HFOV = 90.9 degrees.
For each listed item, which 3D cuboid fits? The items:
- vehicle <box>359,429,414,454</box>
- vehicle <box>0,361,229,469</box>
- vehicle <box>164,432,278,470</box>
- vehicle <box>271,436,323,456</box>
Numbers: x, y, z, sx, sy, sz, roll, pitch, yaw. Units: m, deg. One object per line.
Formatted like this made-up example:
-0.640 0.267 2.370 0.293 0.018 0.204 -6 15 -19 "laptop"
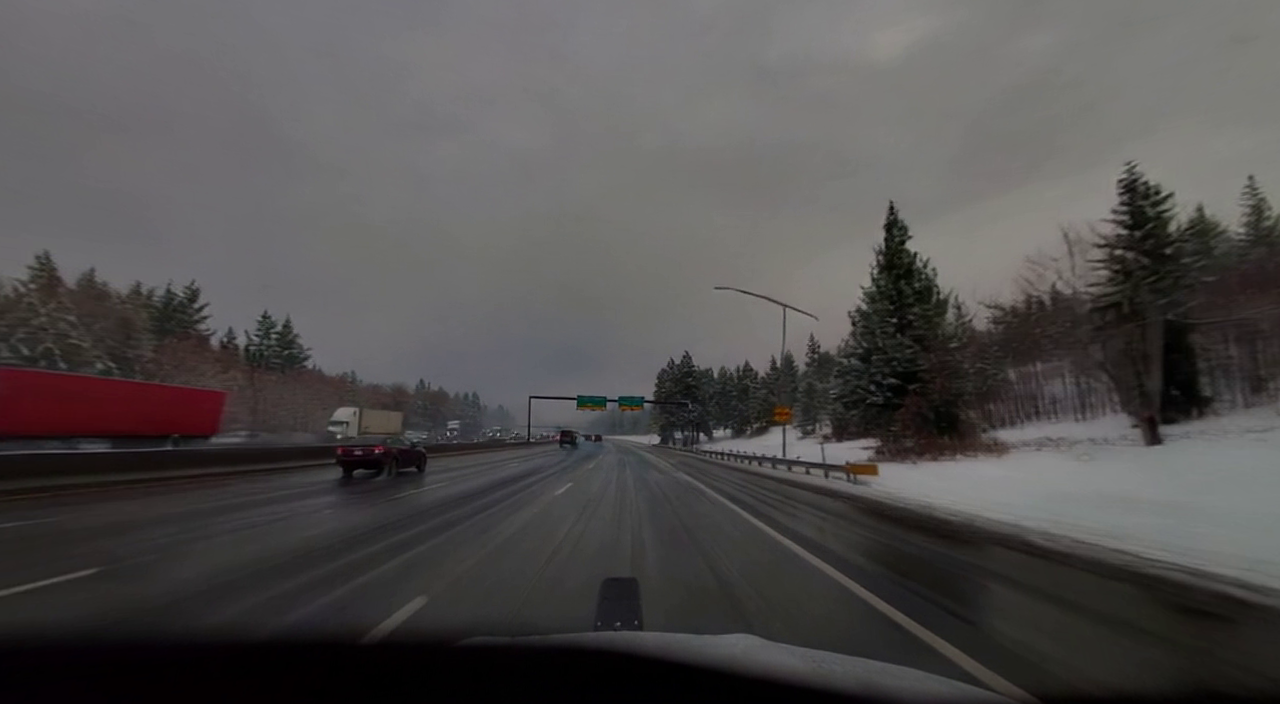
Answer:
-18.583 6.614 46.502 2.070 1.725 4.946 0 -8 -1 "vehicle"
-25.554 3.232 30.058 2.827 4.008 14.012 0 -8 -1 "vehicle"
-17.667 4.182 26.871 1.886 1.449 4.405 0 -8 -1 "vehicle"
-26.272 7.182 48.396 1.741 1.455 3.896 0 -8 1 "vehicle"
